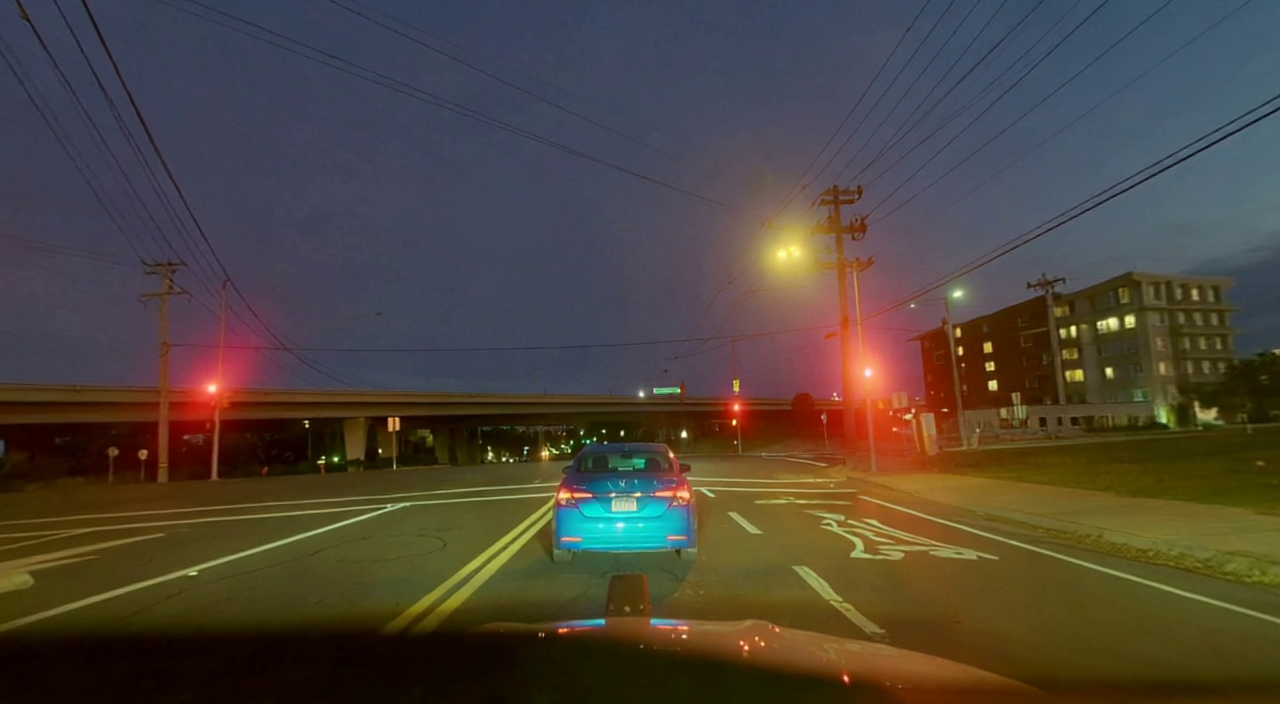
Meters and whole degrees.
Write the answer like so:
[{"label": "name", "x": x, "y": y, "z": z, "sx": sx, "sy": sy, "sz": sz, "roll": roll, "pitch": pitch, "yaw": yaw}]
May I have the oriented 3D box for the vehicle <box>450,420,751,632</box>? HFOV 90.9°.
[{"label": "vehicle", "x": -0.241, "y": 1.524, "z": 6.473, "sx": 2.090, "sy": 1.458, "sz": 4.033, "roll": -1, "pitch": -9, "yaw": 1}]
